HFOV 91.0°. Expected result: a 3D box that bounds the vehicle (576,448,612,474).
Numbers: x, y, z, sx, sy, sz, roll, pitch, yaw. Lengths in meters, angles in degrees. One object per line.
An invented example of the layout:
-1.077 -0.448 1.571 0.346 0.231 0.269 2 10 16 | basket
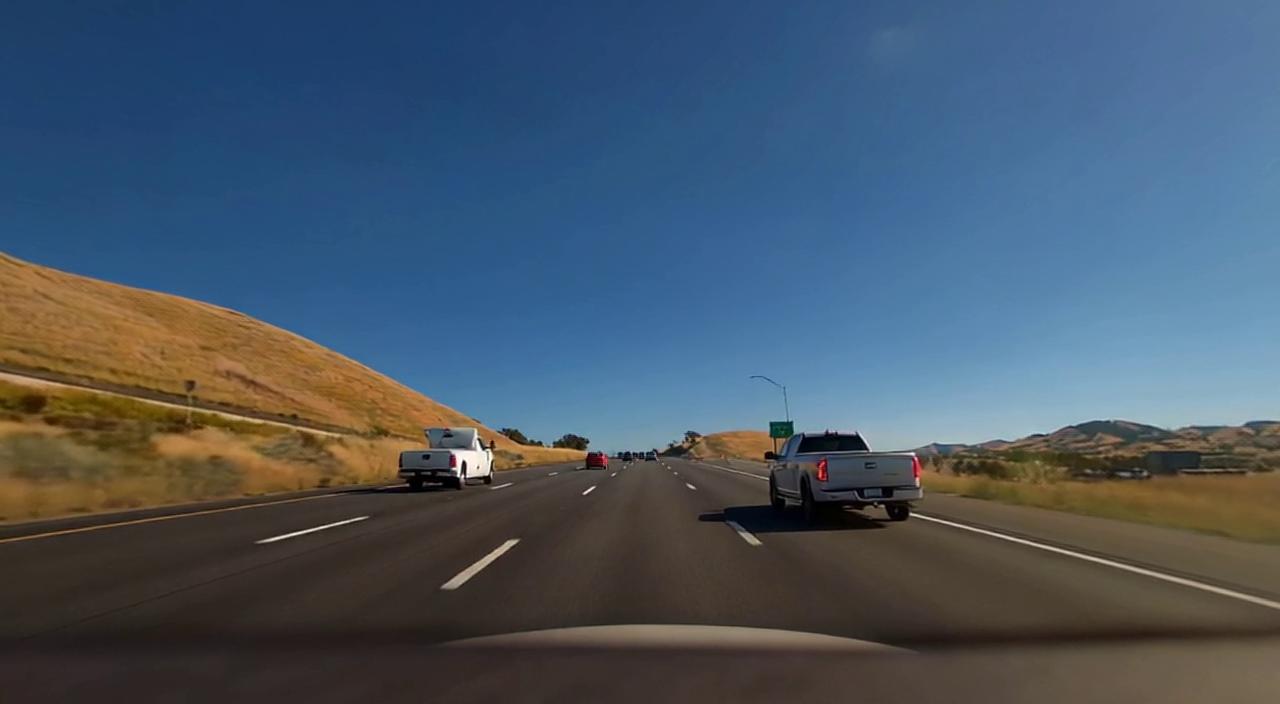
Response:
-2.928 7.067 41.147 2.009 1.593 4.378 0 -9 0 | vehicle

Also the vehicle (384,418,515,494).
-7.050 4.018 24.591 2.937 2.509 7.090 0 -9 0 | vehicle

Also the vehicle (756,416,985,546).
3.638 2.157 11.154 2.231 1.789 4.700 0 -9 0 | vehicle
